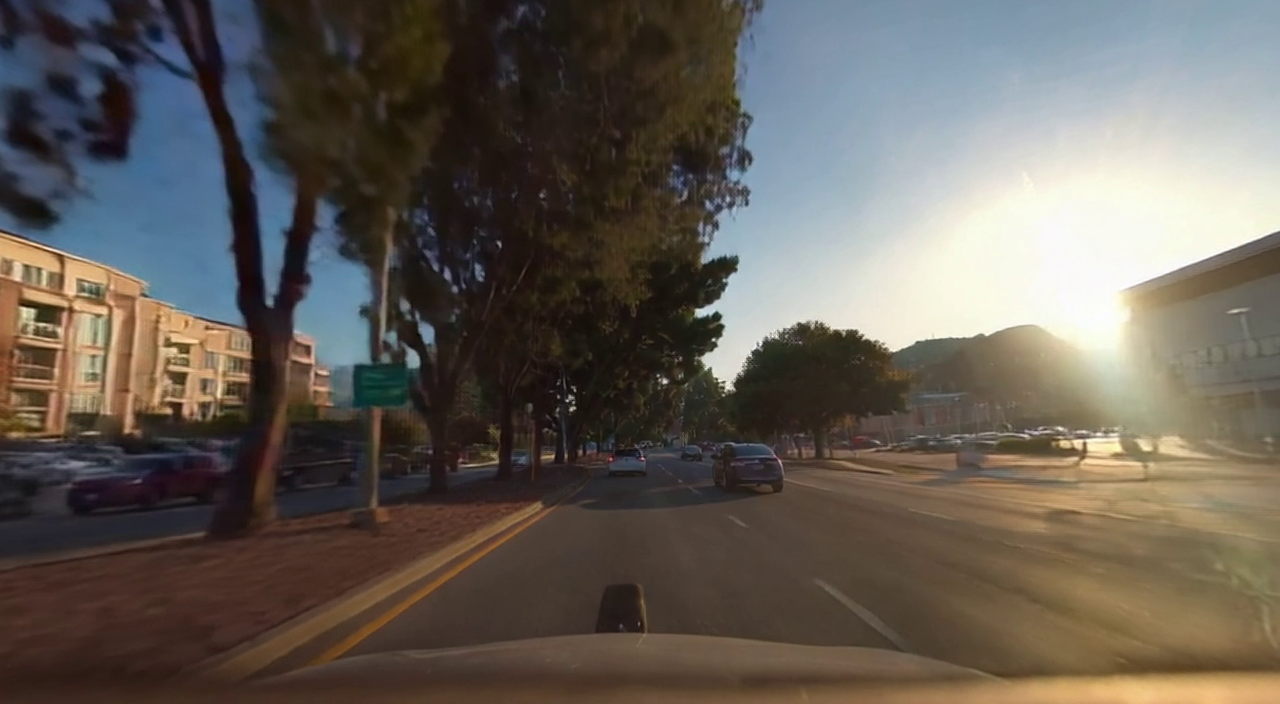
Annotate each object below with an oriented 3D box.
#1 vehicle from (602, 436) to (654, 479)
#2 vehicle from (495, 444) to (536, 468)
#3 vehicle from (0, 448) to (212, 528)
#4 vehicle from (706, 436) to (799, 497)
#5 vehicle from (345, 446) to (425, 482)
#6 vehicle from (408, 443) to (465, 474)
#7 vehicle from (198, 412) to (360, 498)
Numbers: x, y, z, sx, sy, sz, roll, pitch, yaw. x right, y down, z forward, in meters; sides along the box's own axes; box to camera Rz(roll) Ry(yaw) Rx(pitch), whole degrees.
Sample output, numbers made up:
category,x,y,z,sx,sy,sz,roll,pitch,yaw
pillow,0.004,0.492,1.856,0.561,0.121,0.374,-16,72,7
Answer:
category,x,y,z,sx,sy,sz,roll,pitch,yaw
vehicle,-0.499,4.587,27.700,2.101,1.694,3.979,0,-9,0
vehicle,-8.689,7.258,44.349,1.849,1.506,4.060,-1,-8,3
vehicle,-12.235,2.938,14.345,1.923,1.502,4.422,0,-9,0
vehicle,3.049,3.197,17.961,1.852,1.498,3.825,0,-9,-1
vehicle,-12.154,5.315,30.431,2.048,1.470,4.514,-2,-8,-1
vehicle,-12.443,6.519,38.941,2.002,1.686,4.477,-1,-8,0
vehicle,-12.379,3.549,22.339,2.263,2.542,5.913,-2,-8,0
